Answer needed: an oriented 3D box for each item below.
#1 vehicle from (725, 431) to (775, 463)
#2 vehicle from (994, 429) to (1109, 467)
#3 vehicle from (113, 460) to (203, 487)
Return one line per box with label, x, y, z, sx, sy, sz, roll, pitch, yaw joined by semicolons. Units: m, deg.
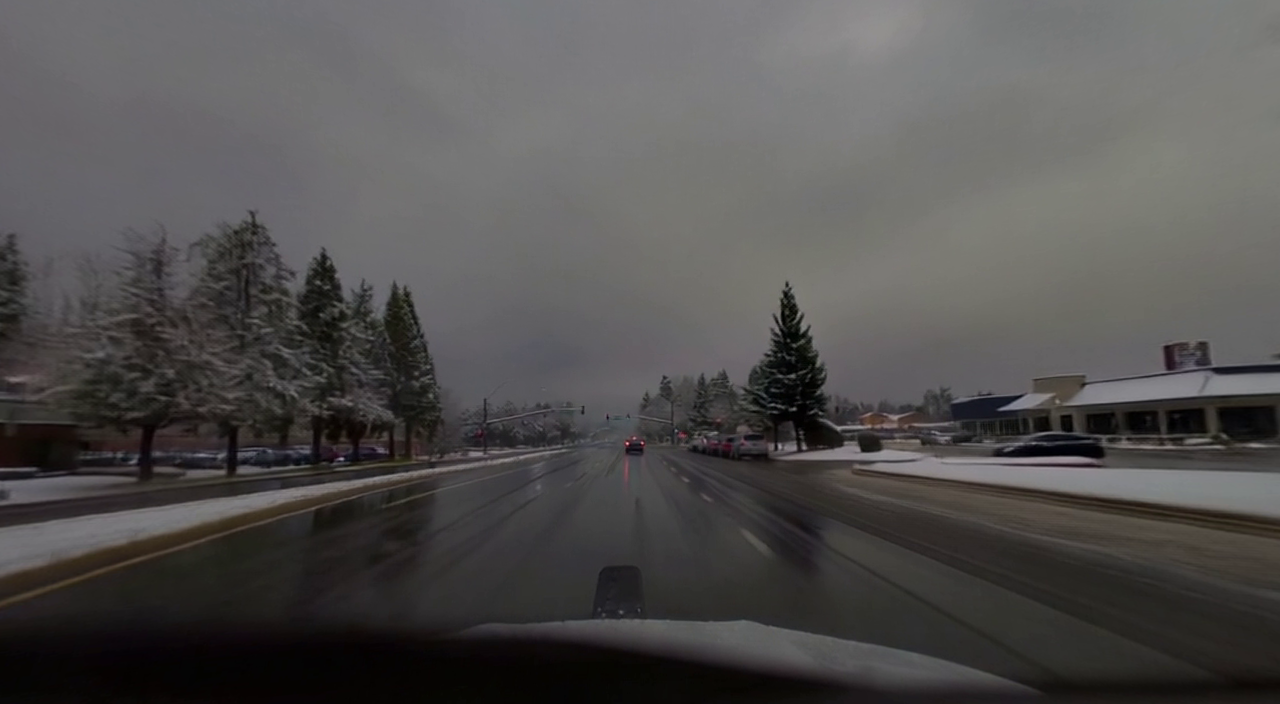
vehicle;6.466;5.637;37.667;1.985;1.758;4.523;0;-8;-2
vehicle;17.941;4.184;27.621;3.923;1.575;1.882;1;-9;-12
vehicle;-33.149;8.366;43.644;4.705;1.627;2.017;5;-10;-32
